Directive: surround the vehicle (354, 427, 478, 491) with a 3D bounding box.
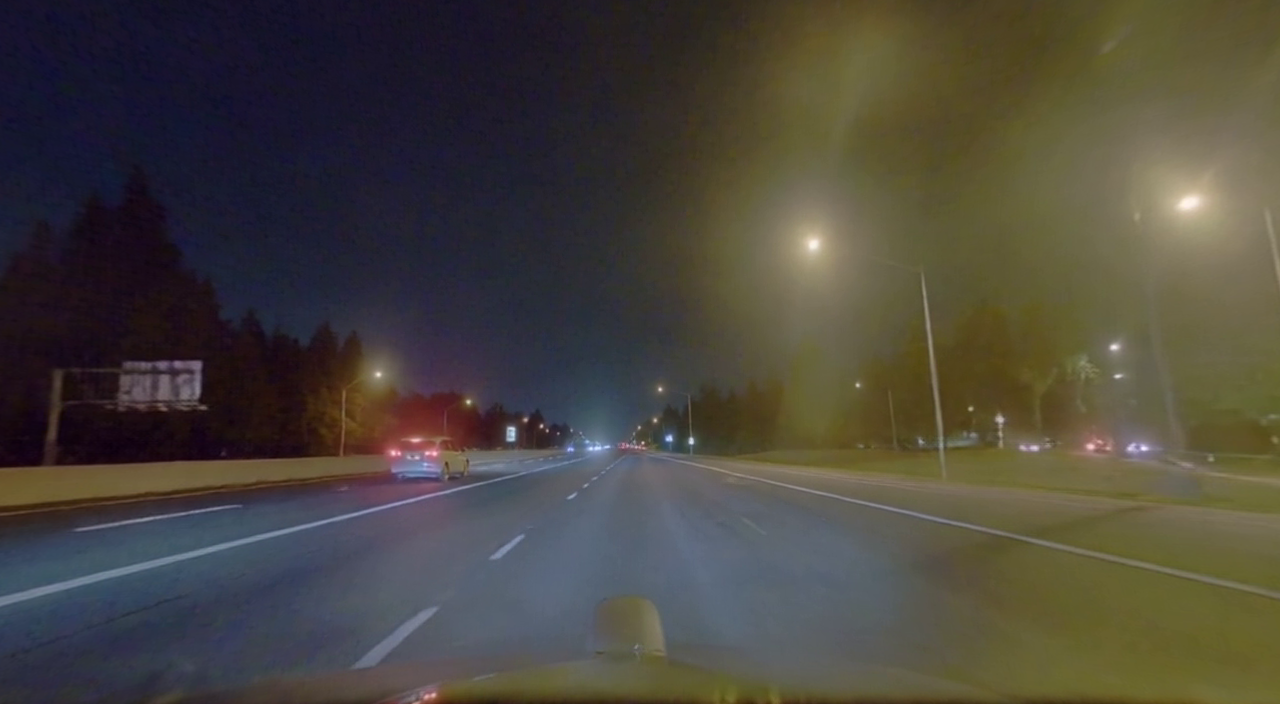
[{"bbox_3d":[-7.025,3.408,20.488,2.231,1.807,4.758,0,-8,0],"label":"vehicle"}]
